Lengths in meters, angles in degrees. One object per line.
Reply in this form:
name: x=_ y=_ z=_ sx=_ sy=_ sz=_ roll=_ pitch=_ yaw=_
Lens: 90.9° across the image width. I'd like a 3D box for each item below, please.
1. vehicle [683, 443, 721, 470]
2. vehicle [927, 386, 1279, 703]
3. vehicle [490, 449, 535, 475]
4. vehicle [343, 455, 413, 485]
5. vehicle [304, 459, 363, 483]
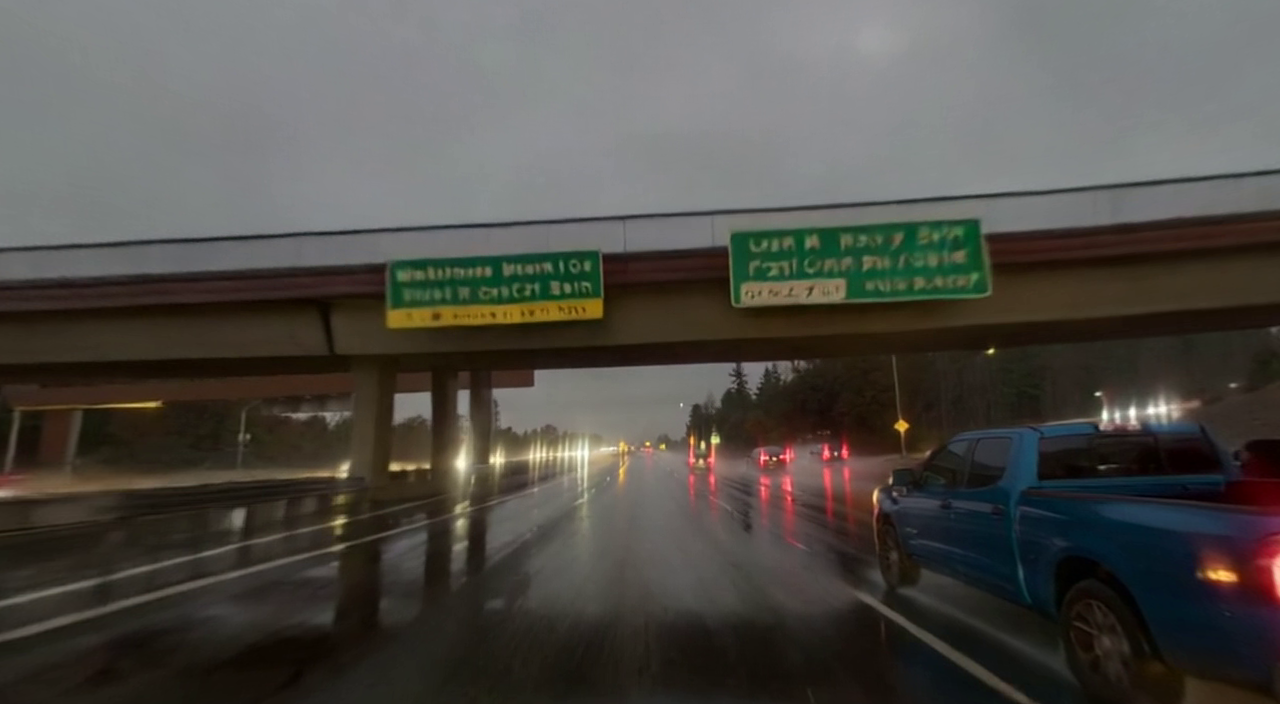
vehicle: x=3.954 y=6.728 z=40.868 sx=2.014 sy=1.643 sz=4.039 roll=0 pitch=-8 yaw=-1
vehicle: x=3.287 y=0.904 z=2.391 sx=2.119 sy=1.524 sz=4.807 roll=-1 pitch=-8 yaw=0
vehicle: x=-7.954 y=6.876 z=39.746 sx=1.920 sy=1.491 sz=4.155 roll=-1 pitch=-8 yaw=0
vehicle: x=-14.773 y=6.648 z=35.839 sx=1.933 sy=1.452 sz=4.676 roll=-1 pitch=-8 yaw=1
vehicle: x=-21.919 y=8.478 z=45.312 sx=1.801 sy=1.487 sz=4.731 roll=-1 pitch=-8 yaw=1
